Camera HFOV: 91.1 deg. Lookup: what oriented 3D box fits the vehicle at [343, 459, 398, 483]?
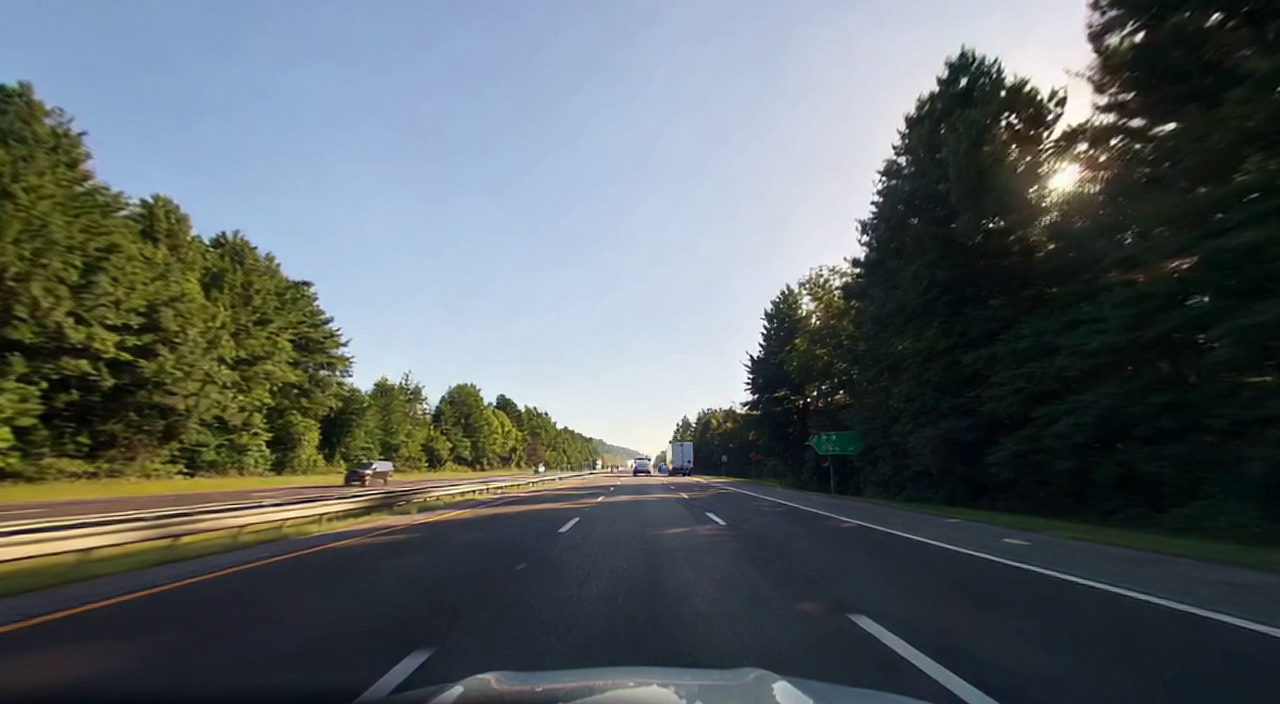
[{"bbox_3d":[-18.552,8.226,43.456,1.785,1.513,4.361,1,-10,1],"label":"vehicle"}]
